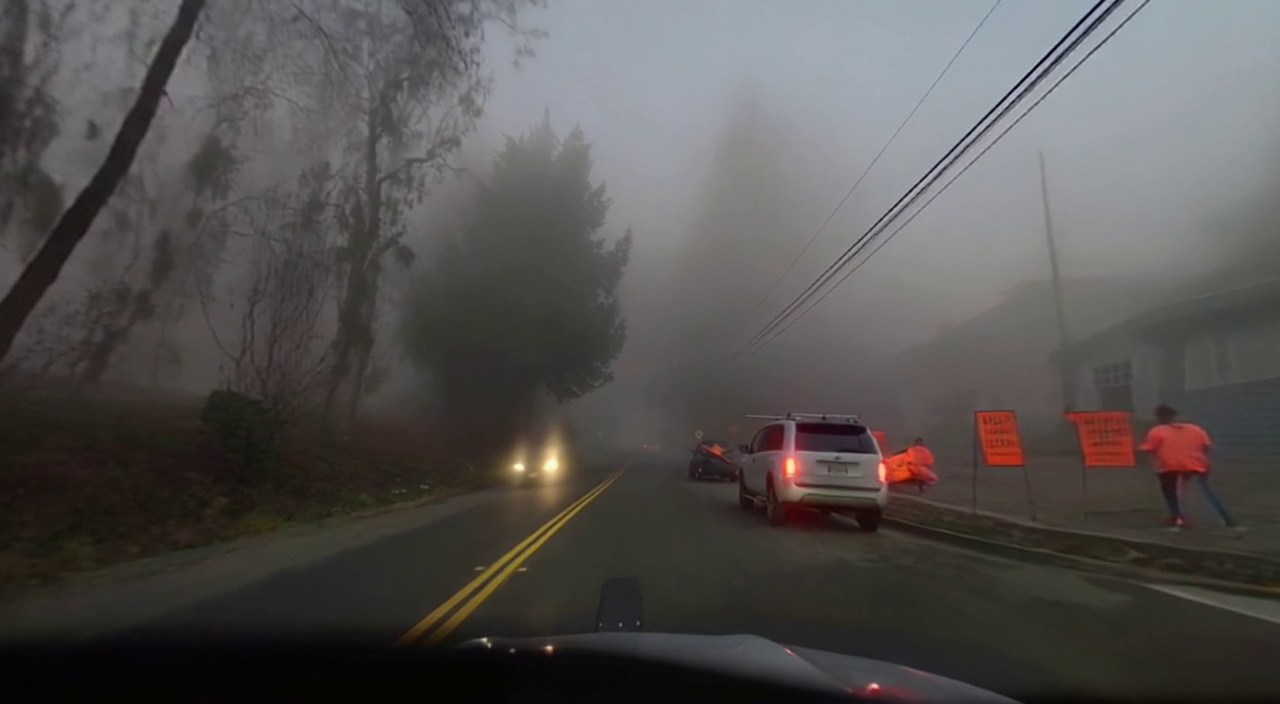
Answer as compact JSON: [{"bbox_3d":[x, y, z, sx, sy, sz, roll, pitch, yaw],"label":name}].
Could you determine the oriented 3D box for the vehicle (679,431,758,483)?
[{"bbox_3d":[3.310,4.666,28.451,2.617,2.020,6.531,0,-9,-1],"label":"vehicle"}]

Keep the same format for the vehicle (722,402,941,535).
[{"bbox_3d":[3.453,2.321,13.237,2.759,2.114,6.152,0,-9,1],"label":"vehicle"}]

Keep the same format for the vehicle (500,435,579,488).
[{"bbox_3d":[-3.537,3.949,23.097,2.078,1.716,4.367,0,-8,1],"label":"vehicle"}]
